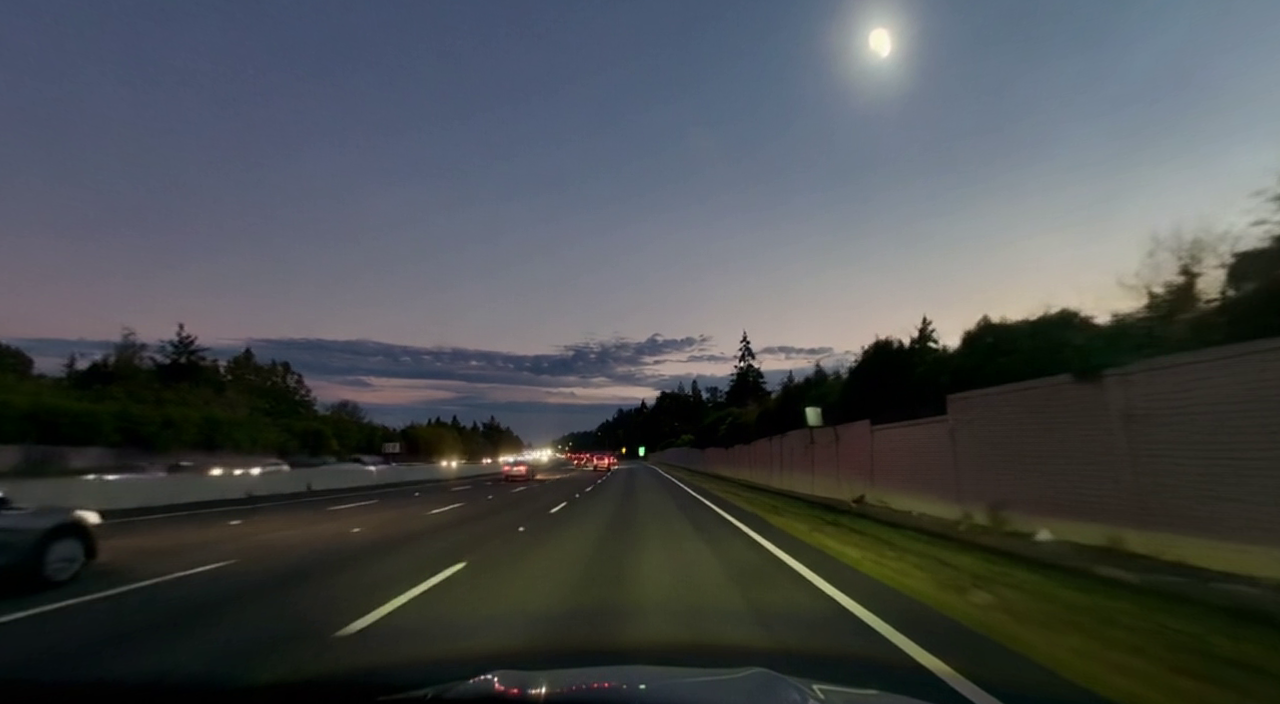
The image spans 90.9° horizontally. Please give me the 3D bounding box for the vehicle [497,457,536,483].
[{"bbox_3d":[-7.853,7.519,40.347,1.742,1.494,3.795,0,-9,0],"label":"vehicle"}]
